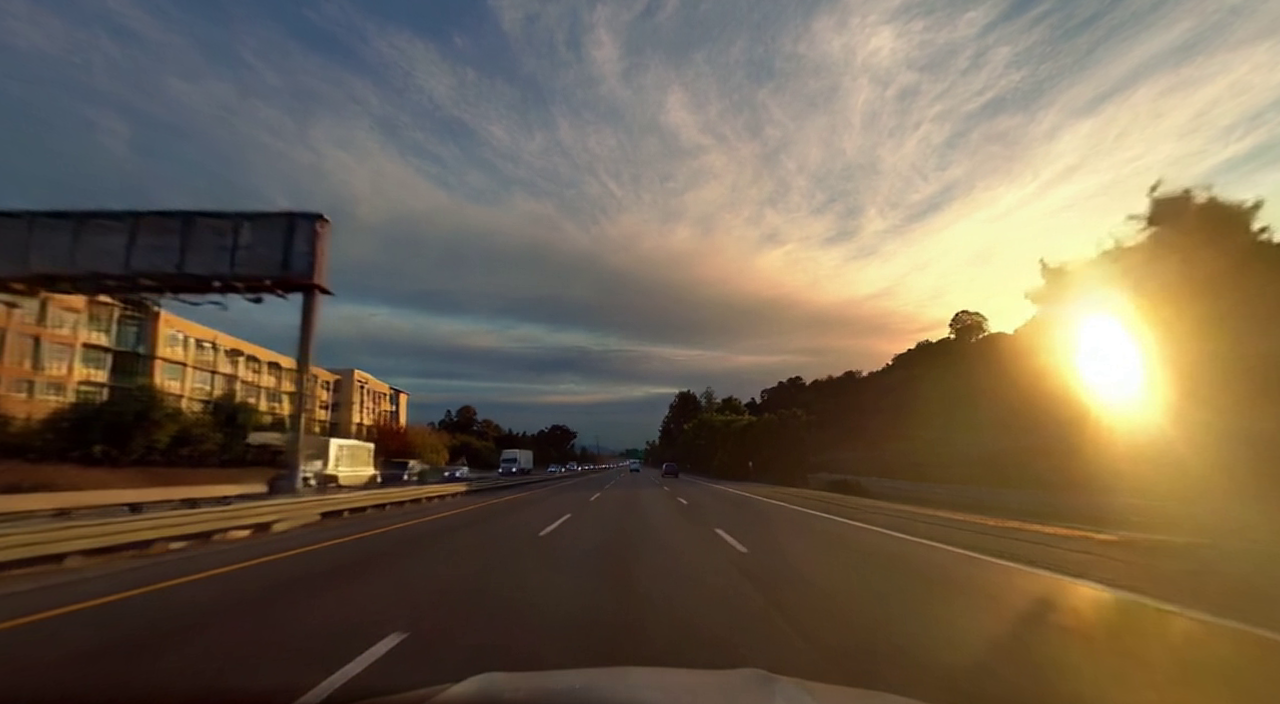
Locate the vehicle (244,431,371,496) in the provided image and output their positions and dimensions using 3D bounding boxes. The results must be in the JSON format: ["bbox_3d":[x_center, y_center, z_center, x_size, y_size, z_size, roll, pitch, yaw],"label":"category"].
[{"bbox_3d":[-20.102,6.924,38.906,2.878,3.472,8.849,1,-10,0],"label":"vehicle"}]

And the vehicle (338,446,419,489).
[{"bbox_3d":[-20.182,9.018,49.193,2.847,3.022,7.806,1,-10,0],"label":"vehicle"}]
